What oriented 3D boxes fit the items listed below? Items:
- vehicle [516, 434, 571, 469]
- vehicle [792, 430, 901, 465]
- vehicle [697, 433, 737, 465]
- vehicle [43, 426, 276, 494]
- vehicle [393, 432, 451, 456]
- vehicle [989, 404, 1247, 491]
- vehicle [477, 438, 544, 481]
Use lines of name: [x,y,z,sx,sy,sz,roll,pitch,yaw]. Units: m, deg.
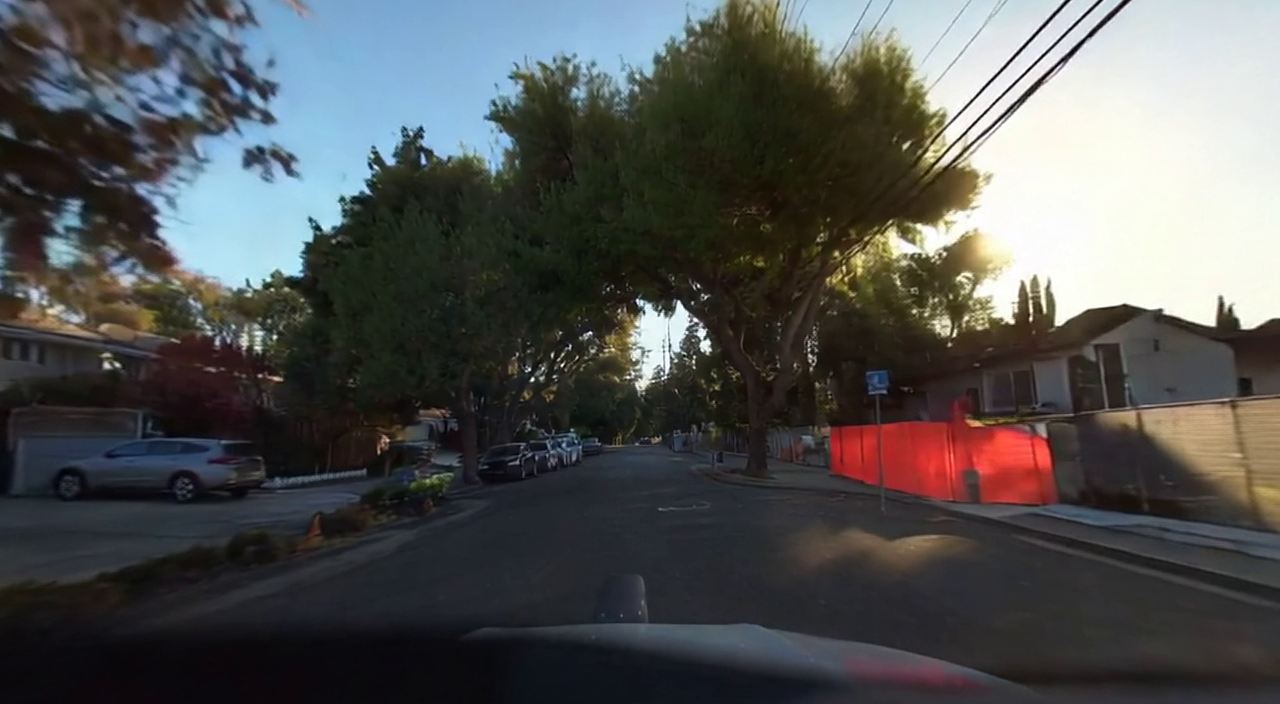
vehicle: [-5.438,5.757,36.277,2.158,1.837,4.659,-1,-10,3]
vehicle: [10.618,4.932,32.778,4.920,1.759,1.998,0,-8,-2]
vehicle: [4.788,6.114,39.998,2.134,1.863,4.455,0,-8,2]
vehicle: [-13.089,2.947,17.457,4.752,1.734,1.998,0,-8,1]
vehicle: [-15.776,6.687,45.873,3.634,1.520,1.656,-3,-8,0]
vehicle: [11.174,2.270,15.065,4.399,1.884,2.071,0,-9,-1]
vehicle: [-5.843,4.846,28.952,1.771,1.512,4.281,5,-6,4]
